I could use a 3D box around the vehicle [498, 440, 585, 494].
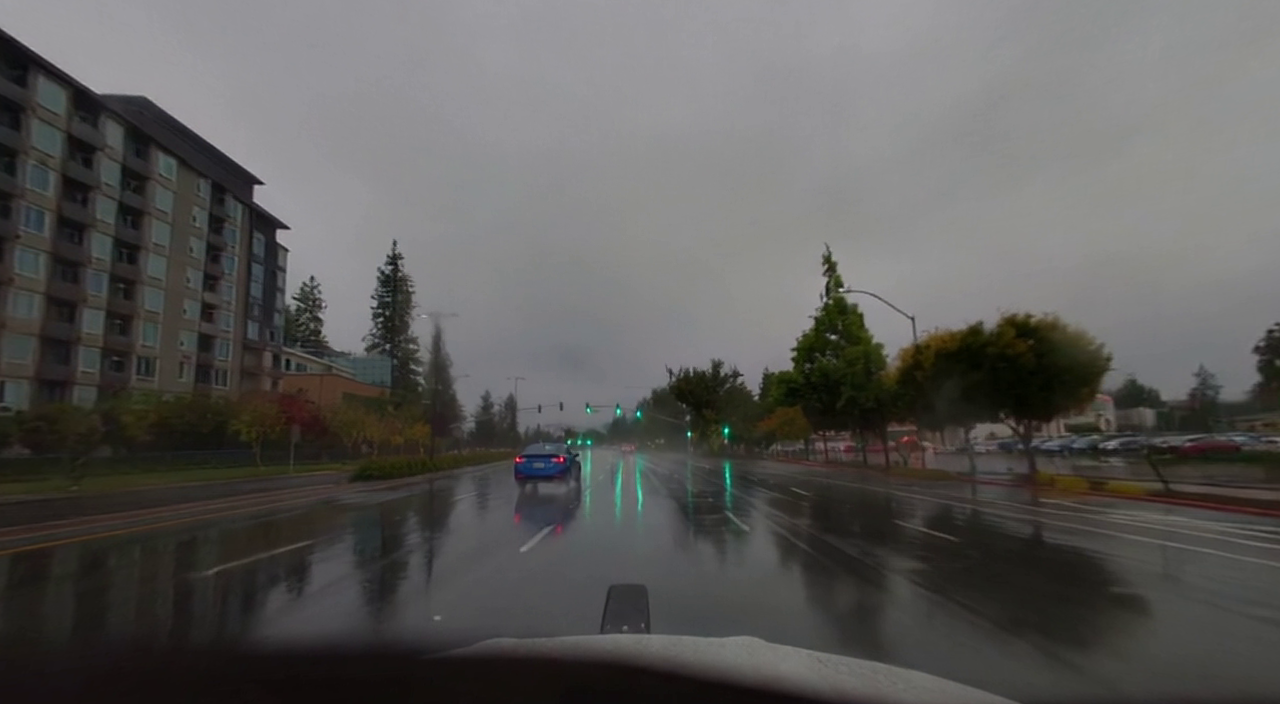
[{"bbox_3d":[-2.984,3.592,20.182,2.009,1.489,4.543,-1,-8,1],"label":"vehicle"}]
